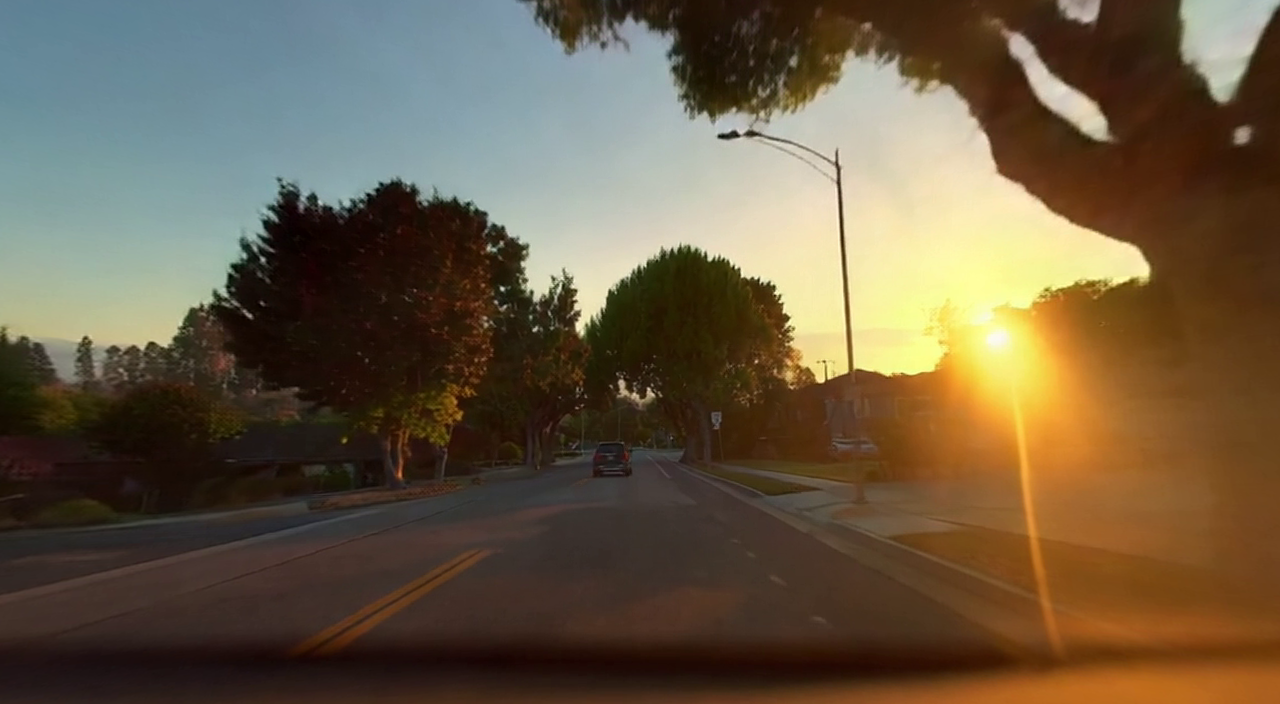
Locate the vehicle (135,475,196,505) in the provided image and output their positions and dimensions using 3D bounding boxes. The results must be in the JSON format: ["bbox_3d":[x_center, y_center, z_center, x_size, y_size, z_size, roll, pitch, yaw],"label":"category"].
[{"bbox_3d":[-29.965,8.683,40.033,1.926,1.552,4.355,3,-9,-21],"label":"vehicle"}]

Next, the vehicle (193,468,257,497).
[{"bbox_3d":[-31.068,9.743,47.295,3.633,1.696,1.754,-6,-9,0],"label":"vehicle"}]

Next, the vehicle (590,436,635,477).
[{"bbox_3d":[-1.412,5.634,34.287,2.210,2.023,4.663,0,-8,0],"label":"vehicle"}]
